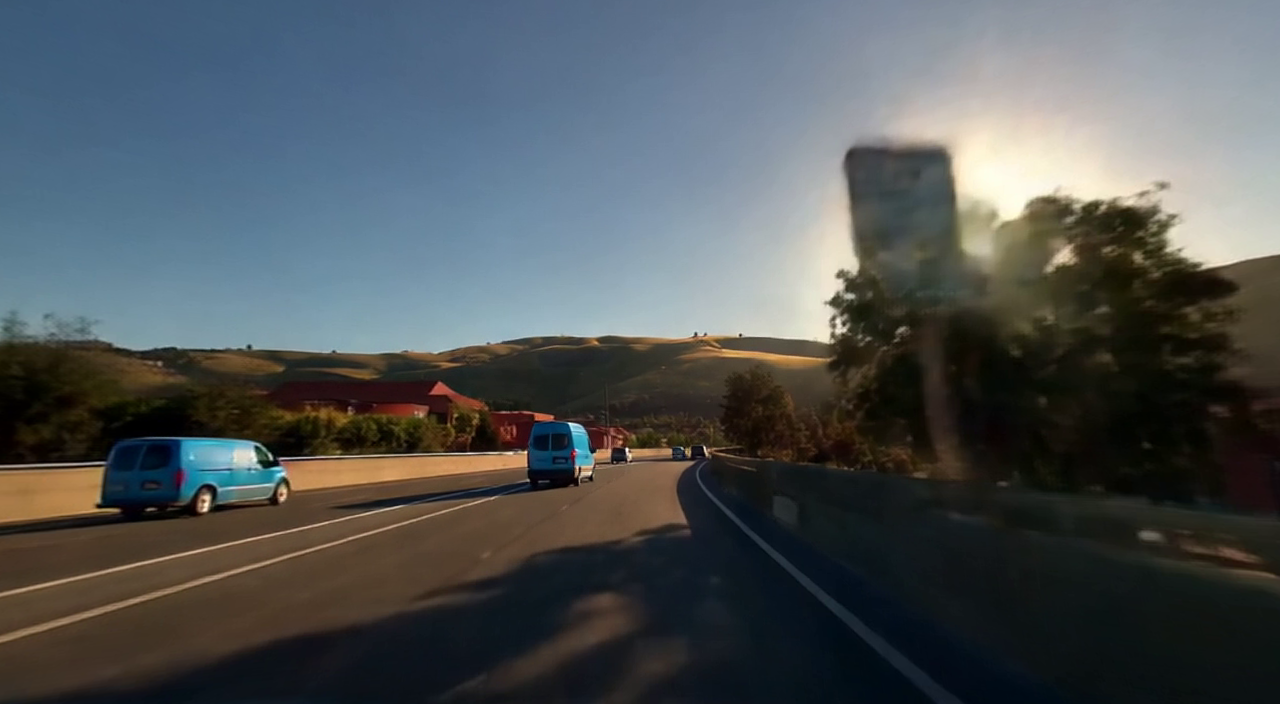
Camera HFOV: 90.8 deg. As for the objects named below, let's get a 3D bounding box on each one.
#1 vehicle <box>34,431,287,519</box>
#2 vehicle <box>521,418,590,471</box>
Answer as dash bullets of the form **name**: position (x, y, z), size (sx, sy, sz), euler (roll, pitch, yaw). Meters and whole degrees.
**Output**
- **vehicle**: position (-9.661, 2.486, 13.315), size (1.821, 1.524, 4.342), euler (0, -8, 2)
- **vehicle**: position (-4.582, 5.227, 35.579), size (2.314, 2.703, 6.441), euler (-1, -9, 6)
